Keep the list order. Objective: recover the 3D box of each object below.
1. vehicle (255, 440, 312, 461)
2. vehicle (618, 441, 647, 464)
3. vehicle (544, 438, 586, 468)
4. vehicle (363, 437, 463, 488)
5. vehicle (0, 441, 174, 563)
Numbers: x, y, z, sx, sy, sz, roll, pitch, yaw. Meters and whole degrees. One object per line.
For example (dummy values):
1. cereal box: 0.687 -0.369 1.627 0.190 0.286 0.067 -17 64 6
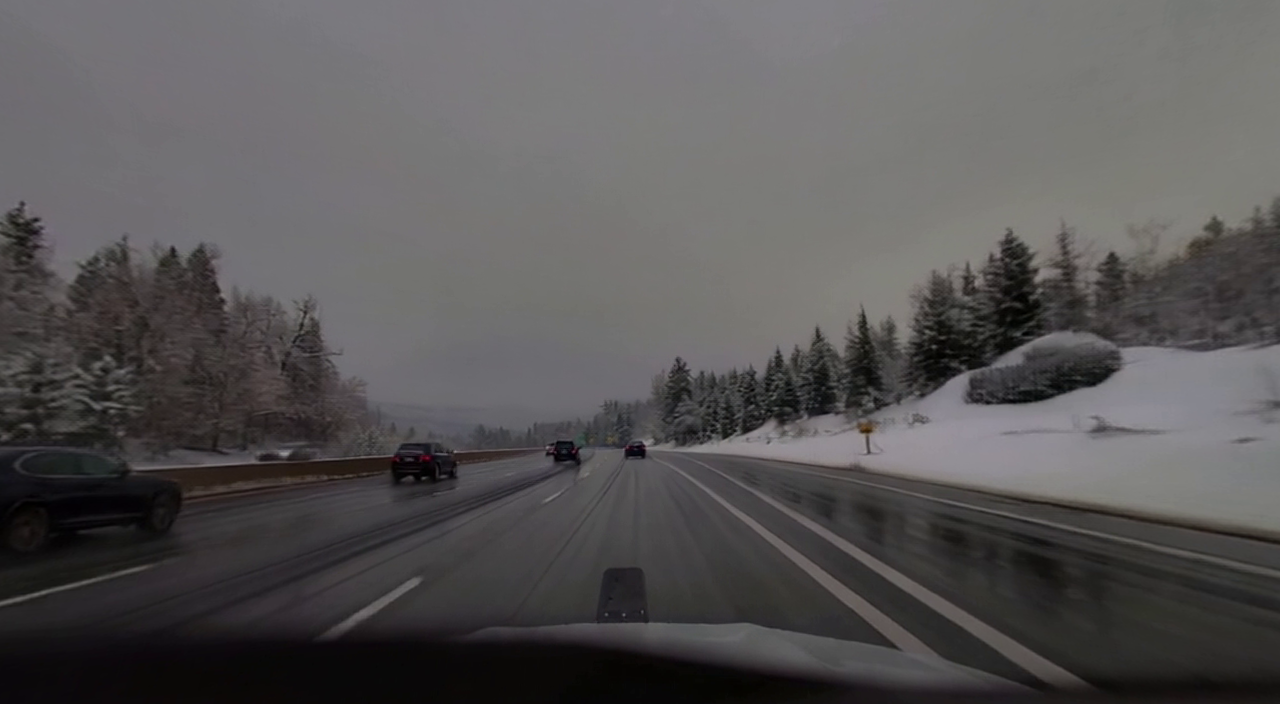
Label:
1. vehicle: -28.016 7.767 49.750 1.943 1.532 4.580 0 -8 -2
2. vehicle: -0.525 6.764 42.725 1.881 1.460 3.694 0 -8 -1
3. vehicle: -4.392 5.954 37.436 1.991 1.610 4.606 0 -8 -1
4. vehicle: -7.969 3.910 22.603 2.086 1.628 4.039 0 -8 -1
5. vehicle: -8.773 1.886 8.012 1.935 1.474 5.033 0 -8 -1
